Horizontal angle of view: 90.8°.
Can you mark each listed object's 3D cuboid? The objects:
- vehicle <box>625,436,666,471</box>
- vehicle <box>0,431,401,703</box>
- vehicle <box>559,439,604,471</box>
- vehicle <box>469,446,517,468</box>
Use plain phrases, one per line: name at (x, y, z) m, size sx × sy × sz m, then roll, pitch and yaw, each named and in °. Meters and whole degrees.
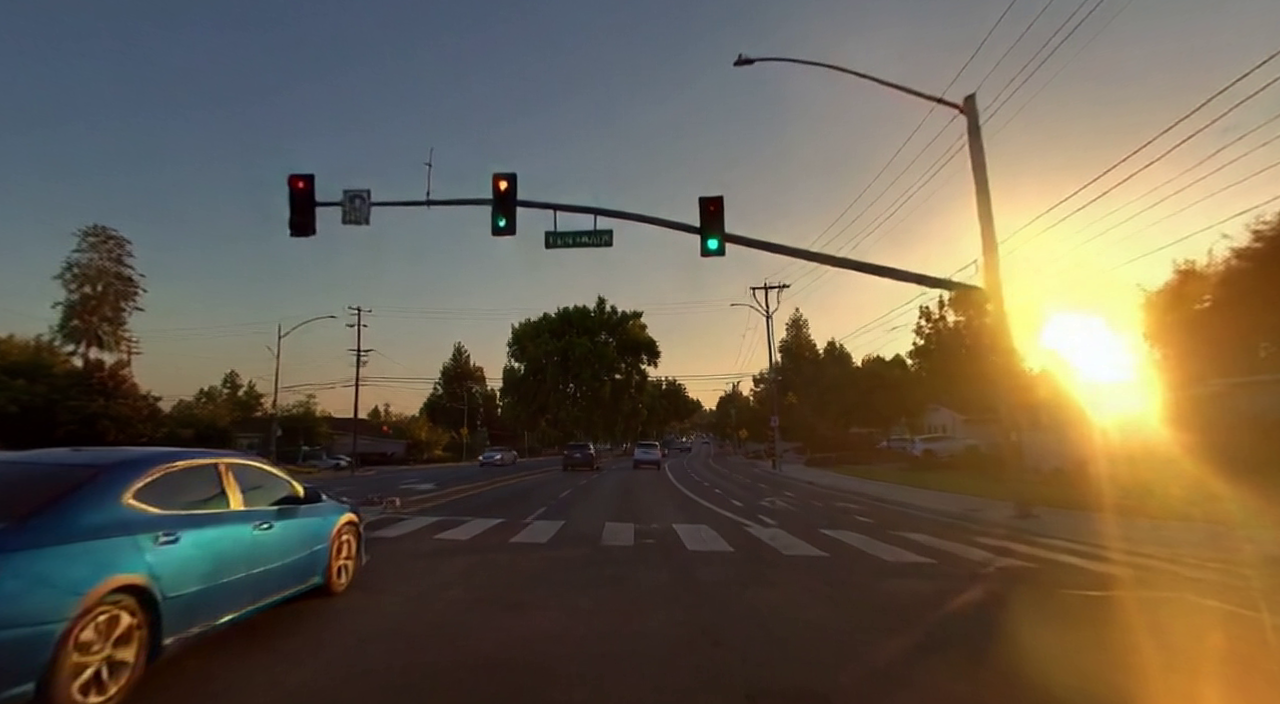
vehicle at (0.377, 5.792, 36.217) m, size 2.155 × 1.836 × 4.250 m, roll 0°, pitch -8°, yaw 3°
vehicle at (-3.642, 1.356, 4.784) m, size 1.901 × 1.409 × 4.442 m, roll 0°, pitch -8°, yaw 0°
vehicle at (-3.213, 5.739, 35.452) m, size 1.899 × 1.685 × 4.121 m, roll 0°, pitch -8°, yaw 3°
vehicle at (-10.355, 7.393, 44.831) m, size 2.008 × 1.446 × 4.586 m, roll -1°, pitch -8°, yaw 4°
